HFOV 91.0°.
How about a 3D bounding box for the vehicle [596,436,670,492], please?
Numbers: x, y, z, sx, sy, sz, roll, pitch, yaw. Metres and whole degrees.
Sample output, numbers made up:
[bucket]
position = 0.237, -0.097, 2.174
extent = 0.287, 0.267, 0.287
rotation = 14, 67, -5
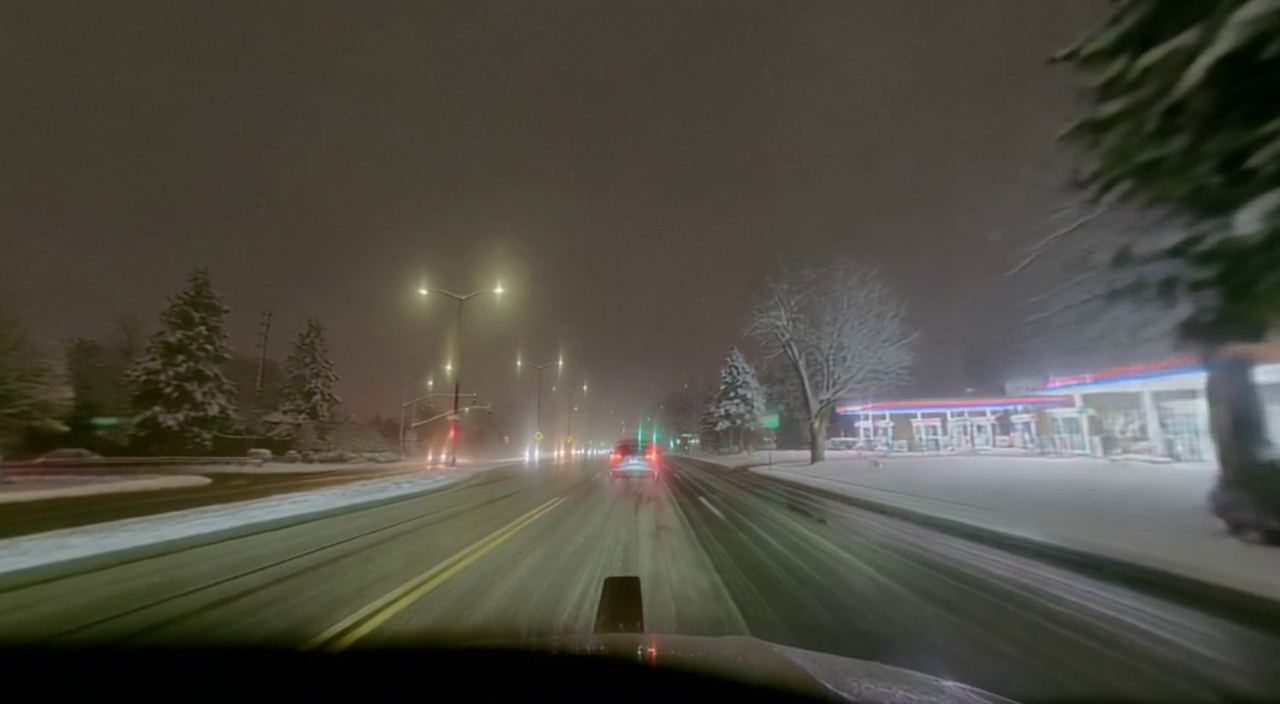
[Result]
[vehicle]
position = -0.177, 3.490, 19.973
extent = 2.062, 1.519, 4.214
rotation = 1, -9, 0
